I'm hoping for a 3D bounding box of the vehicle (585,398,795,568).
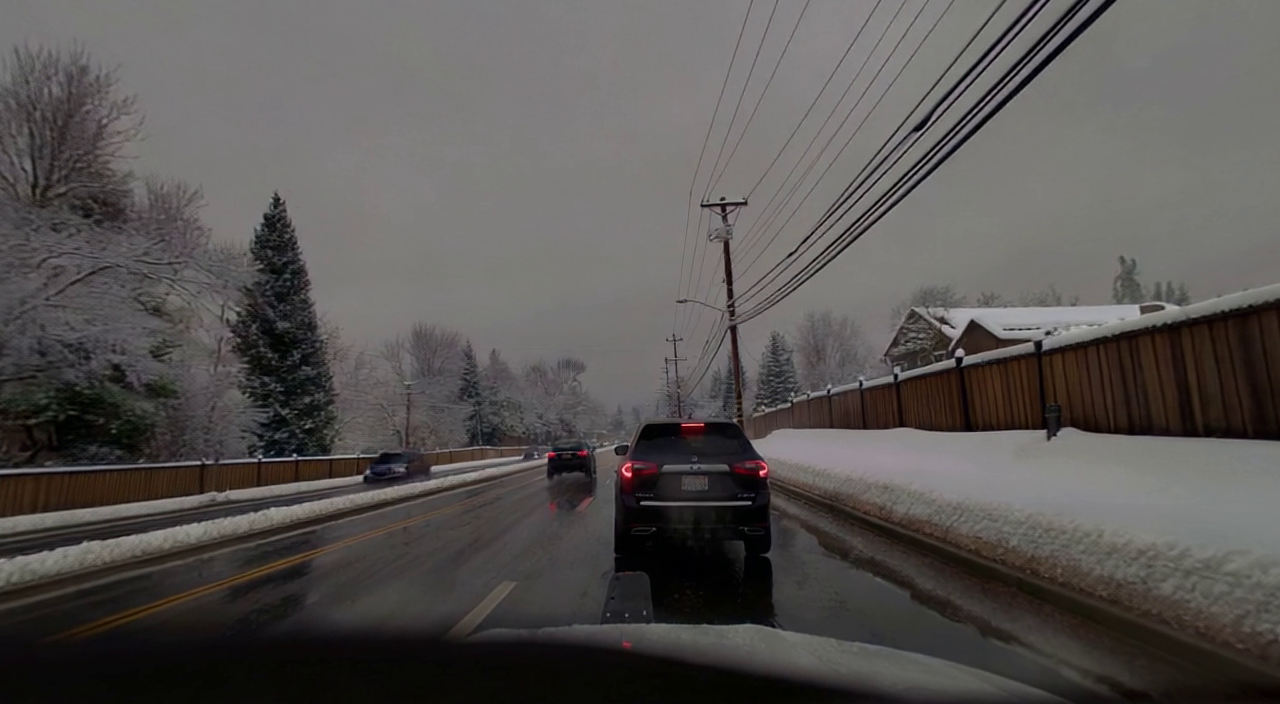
[{"bbox_3d":[0.488,1.671,8.678,2.174,1.749,4.113,0,-9,-1],"label":"vehicle"}]

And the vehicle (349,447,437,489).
[{"bbox_3d":[-11.827,5.548,30.620,2.187,1.863,5.152,0,-9,0],"label":"vehicle"}]

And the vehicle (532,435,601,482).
[{"bbox_3d":[-2.704,4.072,24.286,2.037,1.639,4.213,0,-9,2],"label":"vehicle"}]
